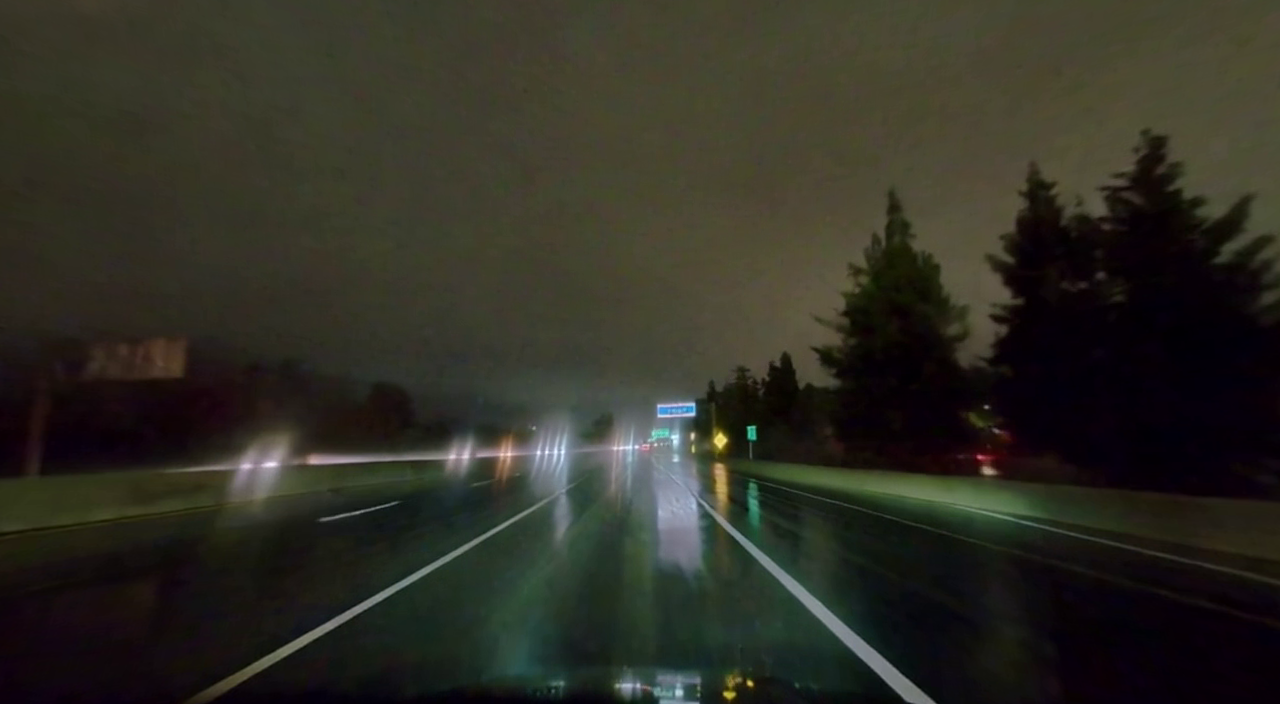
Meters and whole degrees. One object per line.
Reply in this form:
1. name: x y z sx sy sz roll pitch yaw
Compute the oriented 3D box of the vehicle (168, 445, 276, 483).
1. vehicle: -17.856 4.766 27.217 1.889 1.483 3.991 0 -9 0
